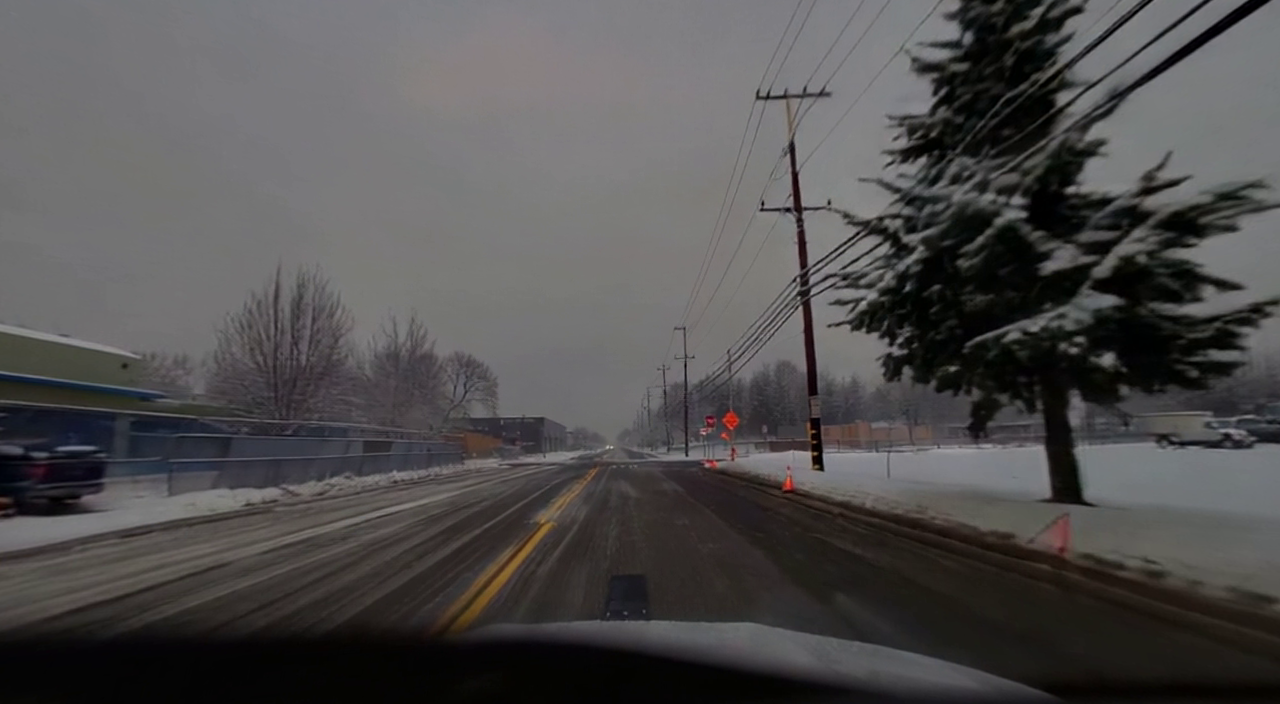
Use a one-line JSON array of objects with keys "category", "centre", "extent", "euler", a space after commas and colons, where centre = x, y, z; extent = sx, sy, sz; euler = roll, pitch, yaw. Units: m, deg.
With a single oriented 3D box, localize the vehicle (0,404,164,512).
[{"category": "vehicle", "centre": [-13.289, 2.220, 12.840], "extent": [2.662, 1.981, 5.352], "euler": [-1, -13, 4]}]
